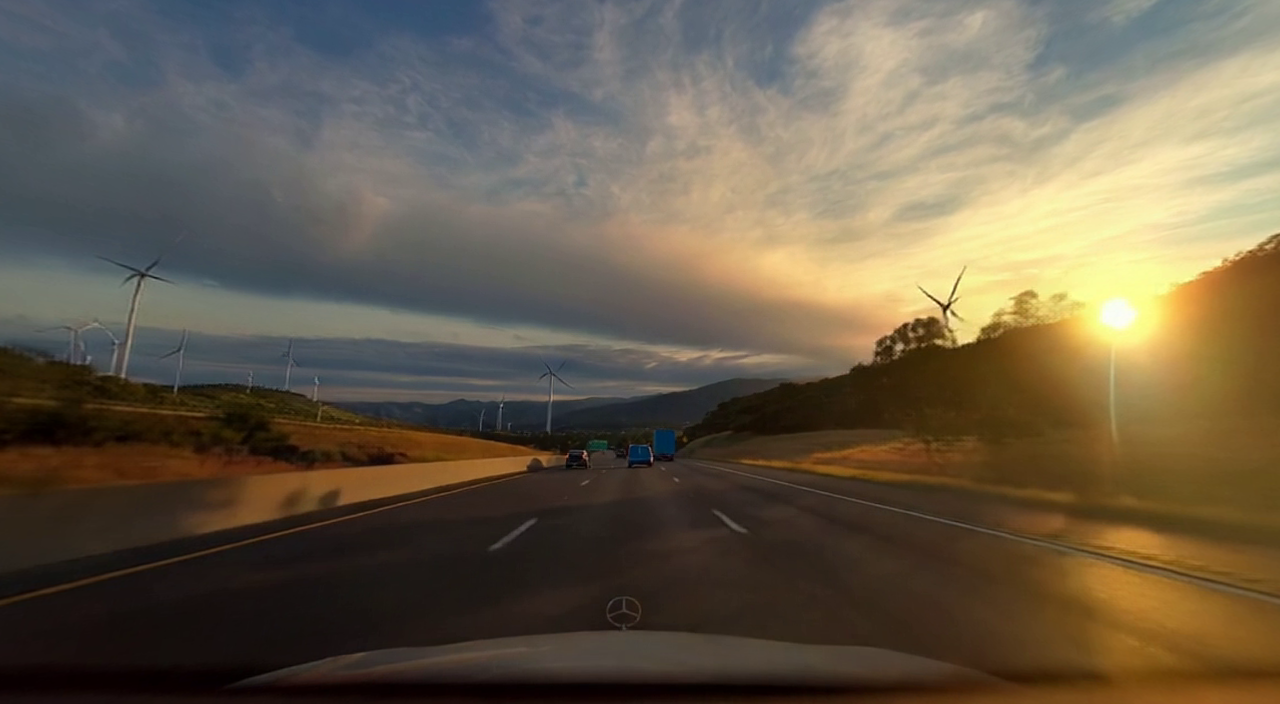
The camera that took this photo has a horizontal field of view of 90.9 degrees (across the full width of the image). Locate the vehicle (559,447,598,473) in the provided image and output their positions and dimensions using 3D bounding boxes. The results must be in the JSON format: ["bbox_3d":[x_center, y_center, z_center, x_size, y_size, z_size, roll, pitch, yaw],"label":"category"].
[{"bbox_3d":[-3.809,6.726,39.424,1.984,1.491,4.341,0,-9,0],"label":"vehicle"}]

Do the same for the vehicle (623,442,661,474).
[{"bbox_3d":[0.106,6.114,36.473,2.083,1.689,4.083,0,-9,0],"label":"vehicle"}]
